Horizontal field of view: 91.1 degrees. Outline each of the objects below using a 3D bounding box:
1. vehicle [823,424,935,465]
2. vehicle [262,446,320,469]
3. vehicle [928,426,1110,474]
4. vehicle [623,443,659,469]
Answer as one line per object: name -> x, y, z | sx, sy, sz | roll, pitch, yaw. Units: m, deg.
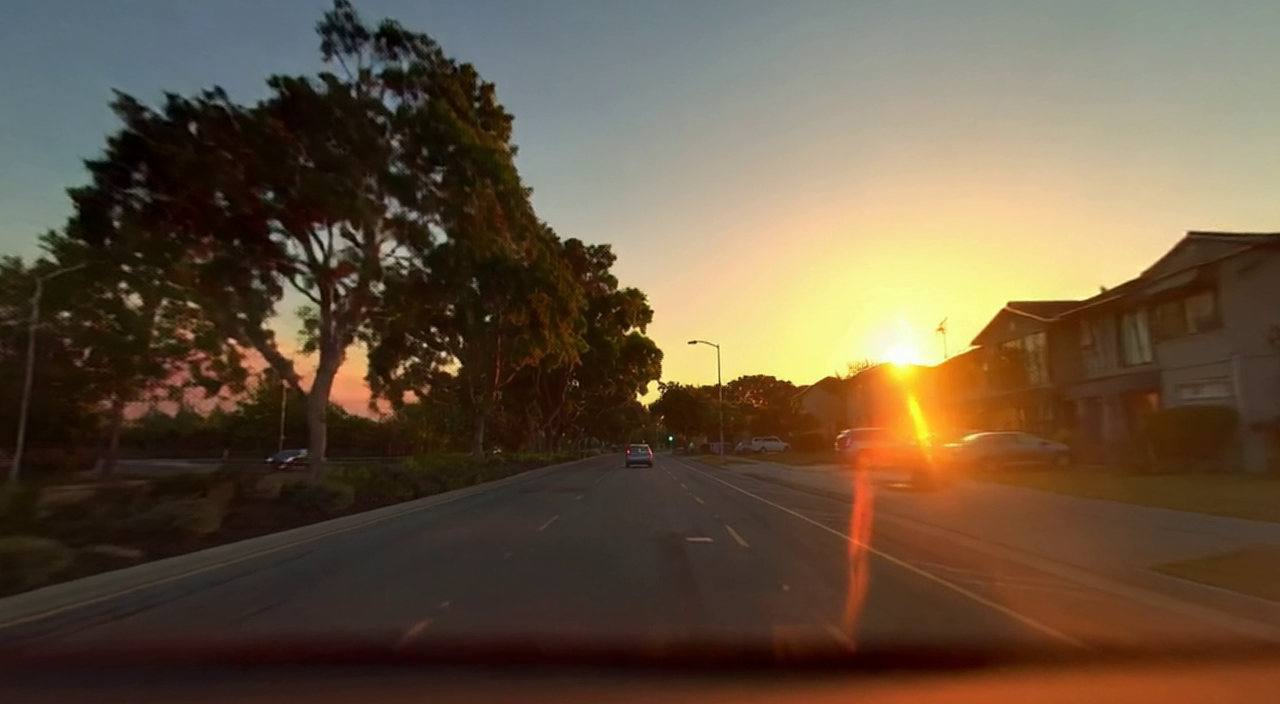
vehicle -> 12.264, 4.801, 32.449 | 4.923, 2.019, 1.985 | 0, -9, 2
vehicle -> -24.023, 7.252, 43.379 | 1.892, 1.455, 3.564 | 0, -8, 1
vehicle -> 12.503, 3.267, 20.965 | 4.787, 1.494, 1.887 | 0, -8, 1
vehicle -> 0.047, 6.220, 37.831 | 2.054, 1.456, 4.003 | 0, -8, 0
